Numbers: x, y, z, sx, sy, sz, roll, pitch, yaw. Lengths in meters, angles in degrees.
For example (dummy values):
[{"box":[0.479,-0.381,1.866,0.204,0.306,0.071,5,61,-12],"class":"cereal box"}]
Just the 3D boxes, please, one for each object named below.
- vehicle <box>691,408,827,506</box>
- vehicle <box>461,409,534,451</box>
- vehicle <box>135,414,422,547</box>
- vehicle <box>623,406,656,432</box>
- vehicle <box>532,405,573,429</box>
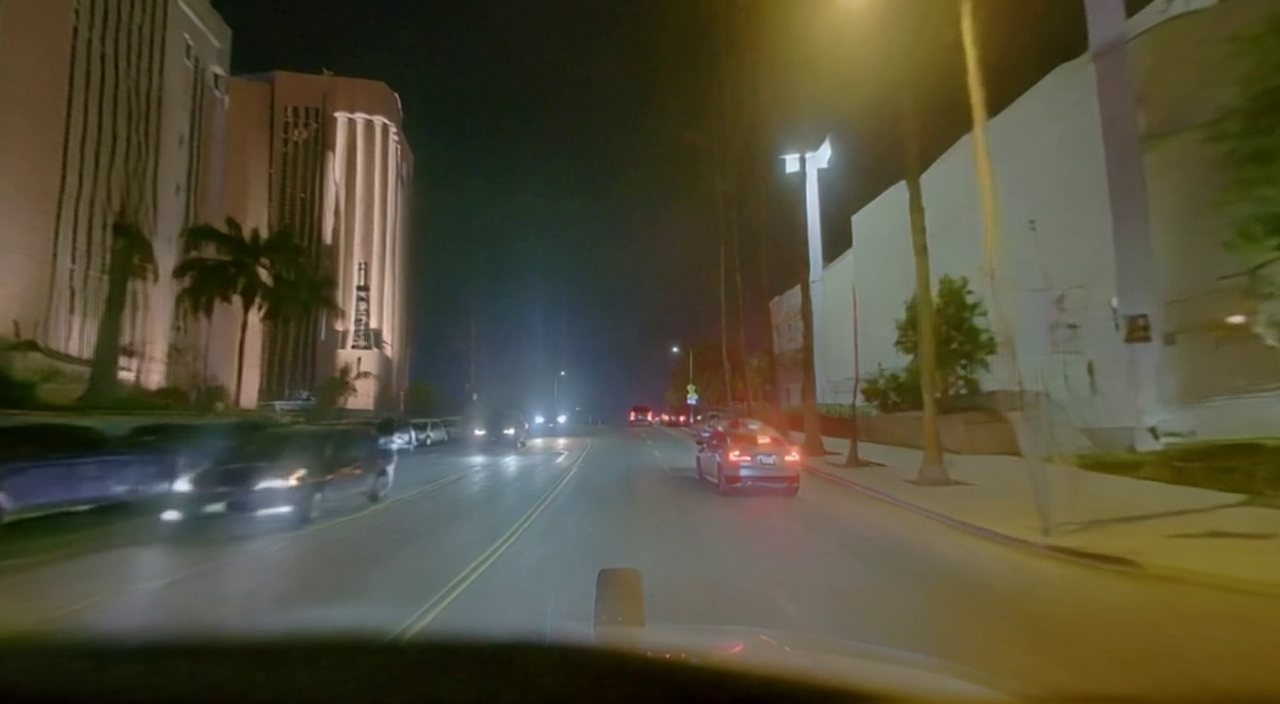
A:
[{"box":[2.466,2.340,14.358,1.995,1.858,4.333,1,-8,-4],"class":"vehicle"},{"box":[-6.114,3.473,27.727,2.171,1.676,4.523,0,-8,0],"class":"vehicle"},{"box":[-5.872,2.142,11.230,2.295,1.837,4.680,0,-8,0],"class":"vehicle"},{"box":[-0.028,4.676,43.802,2.196,1.655,3.939,0,-8,1],"class":"vehicle"},{"box":[-6.141,4.647,45.029,2.153,1.469,4.939,0,-8,0],"class":"vehicle"}]
